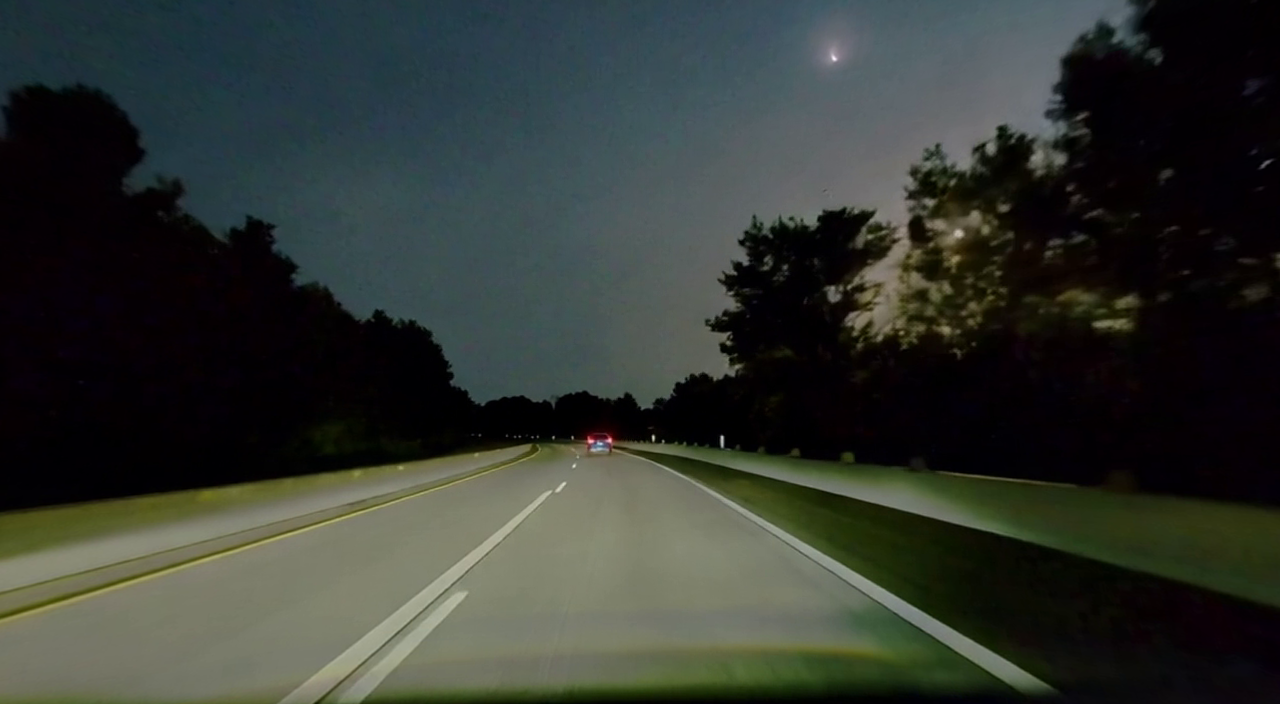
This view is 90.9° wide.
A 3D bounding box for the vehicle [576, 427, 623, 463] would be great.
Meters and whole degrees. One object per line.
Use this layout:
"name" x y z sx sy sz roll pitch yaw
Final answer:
"vehicle" -2.325 5.210 35.507 2.452 1.857 4.022 0 -8 -5
